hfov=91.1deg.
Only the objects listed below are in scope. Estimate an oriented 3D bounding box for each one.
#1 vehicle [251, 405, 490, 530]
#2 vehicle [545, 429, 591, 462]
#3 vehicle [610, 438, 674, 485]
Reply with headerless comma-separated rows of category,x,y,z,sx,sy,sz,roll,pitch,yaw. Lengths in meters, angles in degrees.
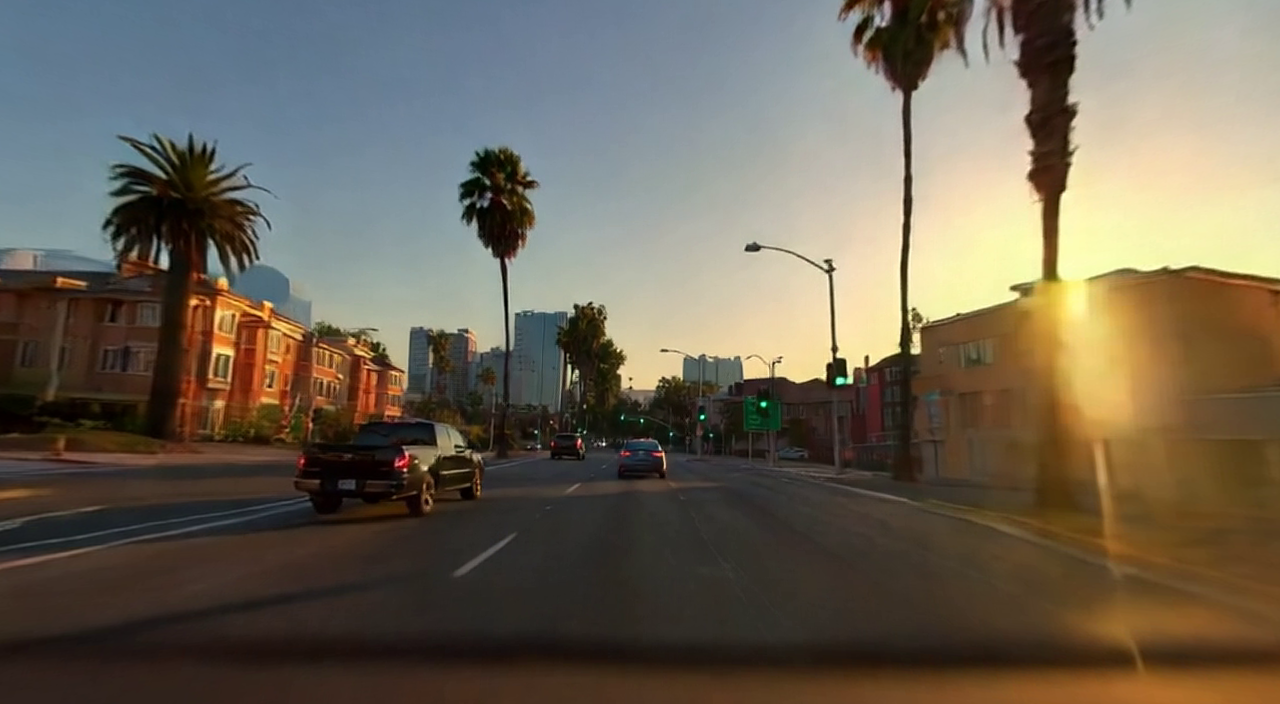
vehicle,-4.902,2.214,12.832,2.187,1.904,6.103,0,-8,0
vehicle,-4.781,6.355,42.729,2.447,2.062,5.911,-1,-8,0
vehicle,0.069,3.979,23.221,2.122,1.562,4.152,0,-8,0
